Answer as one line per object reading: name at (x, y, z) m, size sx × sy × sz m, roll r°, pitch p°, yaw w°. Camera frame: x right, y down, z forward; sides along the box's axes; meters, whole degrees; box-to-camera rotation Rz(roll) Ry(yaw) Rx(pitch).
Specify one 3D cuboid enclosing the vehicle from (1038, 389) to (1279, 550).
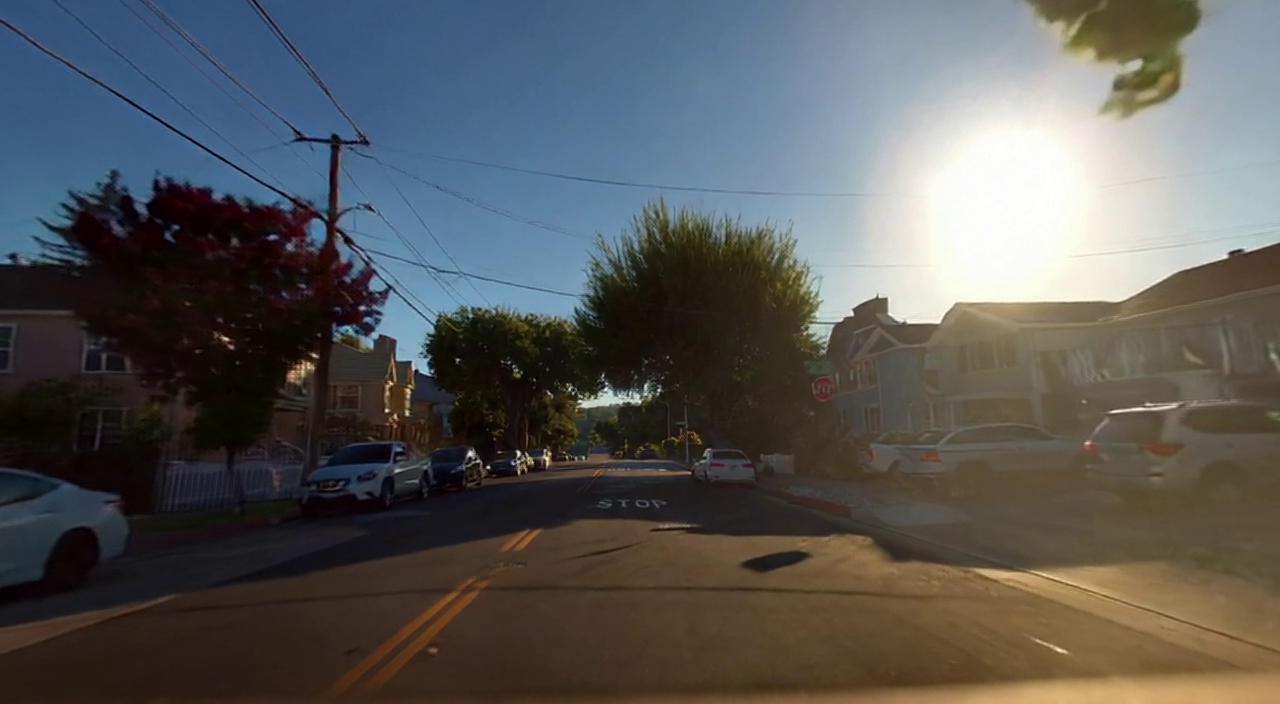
vehicle at (8.476, 1.516, 8.767) m, size 4.411 × 1.845 × 2.049 m, roll -2°, pitch -9°, yaw -3°

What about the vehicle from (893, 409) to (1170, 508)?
vehicle at (8.294, 2.285, 13.753) m, size 4.507 × 1.939 × 2.304 m, roll 1°, pitch -9°, yaw -5°

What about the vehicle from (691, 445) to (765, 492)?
vehicle at (3.160, 4.296, 23.823) m, size 1.963 × 1.536 × 5.446 m, roll 0°, pitch -9°, yaw -1°

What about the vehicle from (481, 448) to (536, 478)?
vehicle at (-7.097, 6.006, 34.459) m, size 2.056 × 1.481 × 4.451 m, roll 0°, pitch -9°, yaw 0°

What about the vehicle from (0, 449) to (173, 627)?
vehicle at (-6.515, 1.513, 4.947) m, size 2.211 × 1.469 × 4.380 m, roll -1°, pitch -9°, yaw 3°

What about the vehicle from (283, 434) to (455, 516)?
vehicle at (-6.698, 3.094, 16.497) m, size 2.136 × 1.757 × 5.365 m, roll 0°, pitch -9°, yaw 0°
